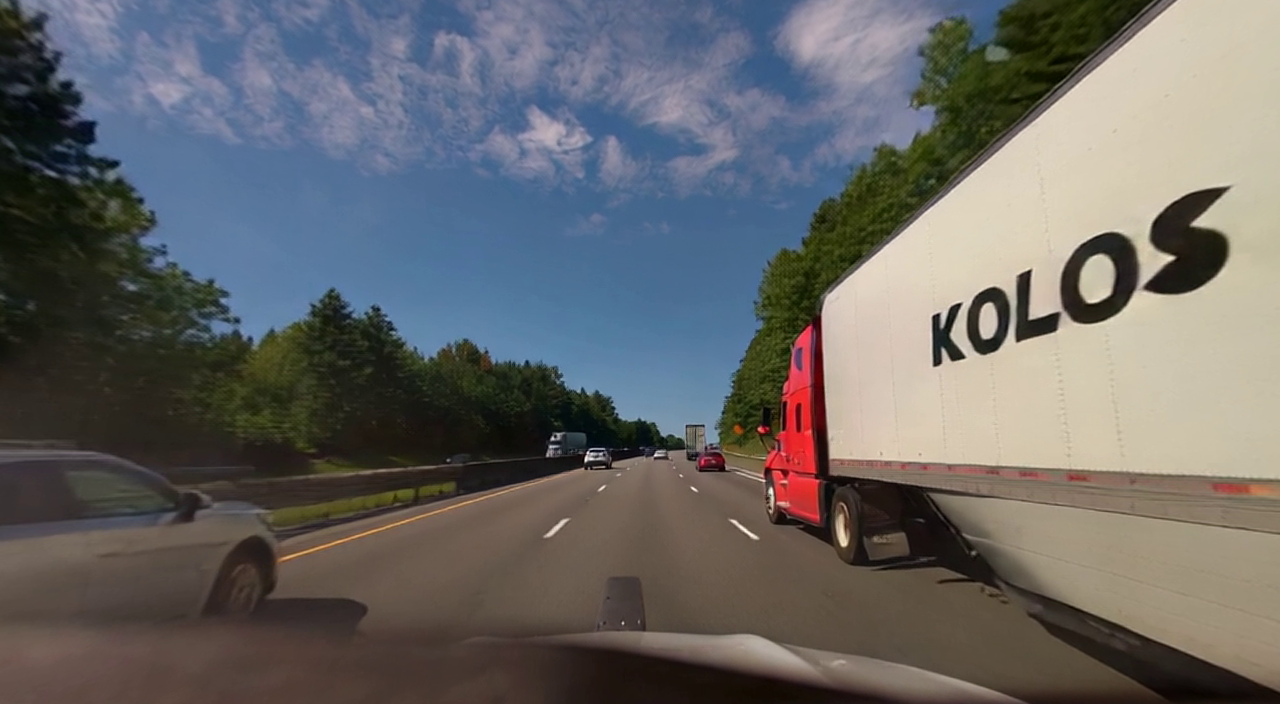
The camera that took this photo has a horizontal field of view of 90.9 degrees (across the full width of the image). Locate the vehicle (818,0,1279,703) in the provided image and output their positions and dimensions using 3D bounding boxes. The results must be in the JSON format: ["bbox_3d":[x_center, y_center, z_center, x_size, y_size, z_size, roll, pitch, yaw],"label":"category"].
[{"bbox_3d":[4.309,-0.069,4.500,2.914,3.998,11.103,0,-9,1],"label":"vehicle"}]

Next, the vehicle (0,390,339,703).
[{"bbox_3d":[-3.356,0.923,2.328,2.085,1.530,4.809,0,-9,0],"label":"vehicle"}]

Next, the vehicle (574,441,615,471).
[{"bbox_3d":[-2.665,6.213,37.694,2.017,1.683,4.309,-1,-9,2],"label":"vehicle"}]

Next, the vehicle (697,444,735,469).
[{"bbox_3d":[5.124,7.127,43.094,2.176,1.598,3.878,0,-9,1],"label":"vehicle"}]
